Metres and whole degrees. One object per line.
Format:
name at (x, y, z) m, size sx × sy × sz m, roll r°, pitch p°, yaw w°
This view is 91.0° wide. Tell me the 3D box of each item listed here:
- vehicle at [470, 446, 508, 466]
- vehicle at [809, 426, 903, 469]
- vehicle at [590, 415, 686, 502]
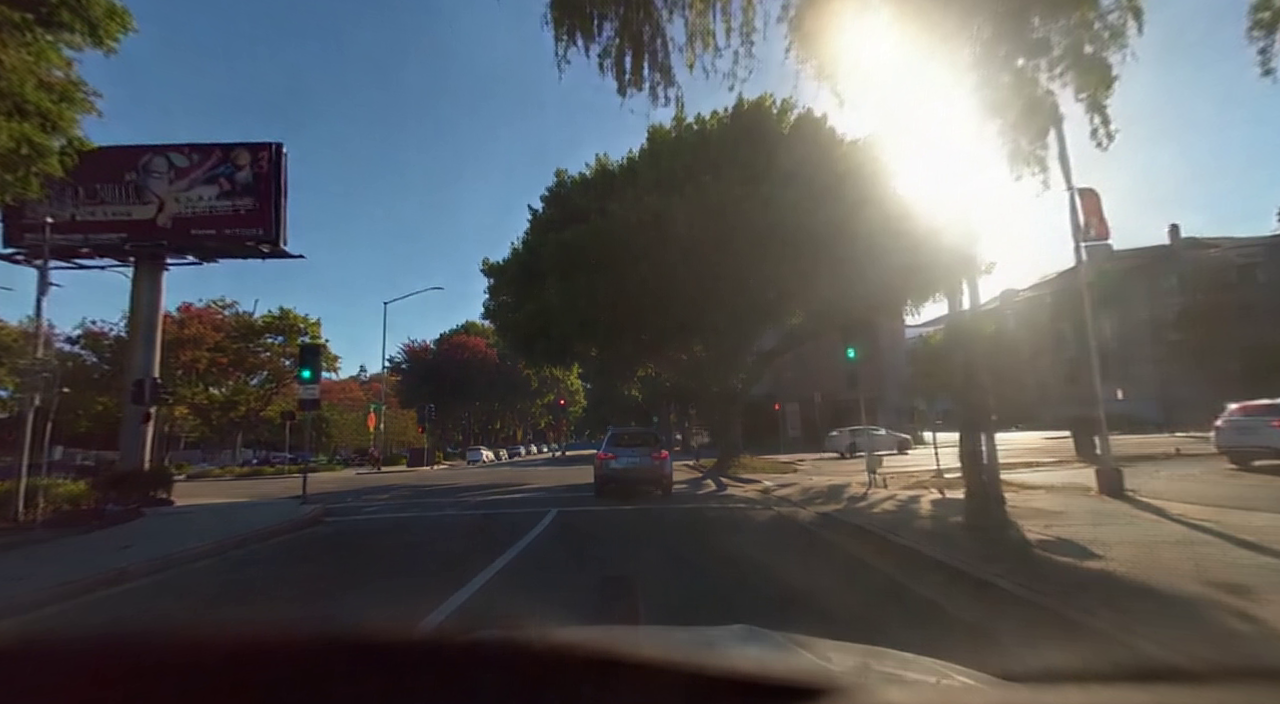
vehicle at (-11.338, 7.826, 47.582) m, size 1.989 × 1.403 × 4.331 m, roll 0°, pitch -8°, yaw -3°
vehicle at (8.642, 3.776, 25.107) m, size 3.403 × 1.602 × 1.716 m, roll 5°, pitch -10°, yaw -32°
vehicle at (-0.129, 2.661, 16.075) m, size 2.142 × 1.904 × 3.816 m, roll 0°, pitch -8°, yaw -3°
